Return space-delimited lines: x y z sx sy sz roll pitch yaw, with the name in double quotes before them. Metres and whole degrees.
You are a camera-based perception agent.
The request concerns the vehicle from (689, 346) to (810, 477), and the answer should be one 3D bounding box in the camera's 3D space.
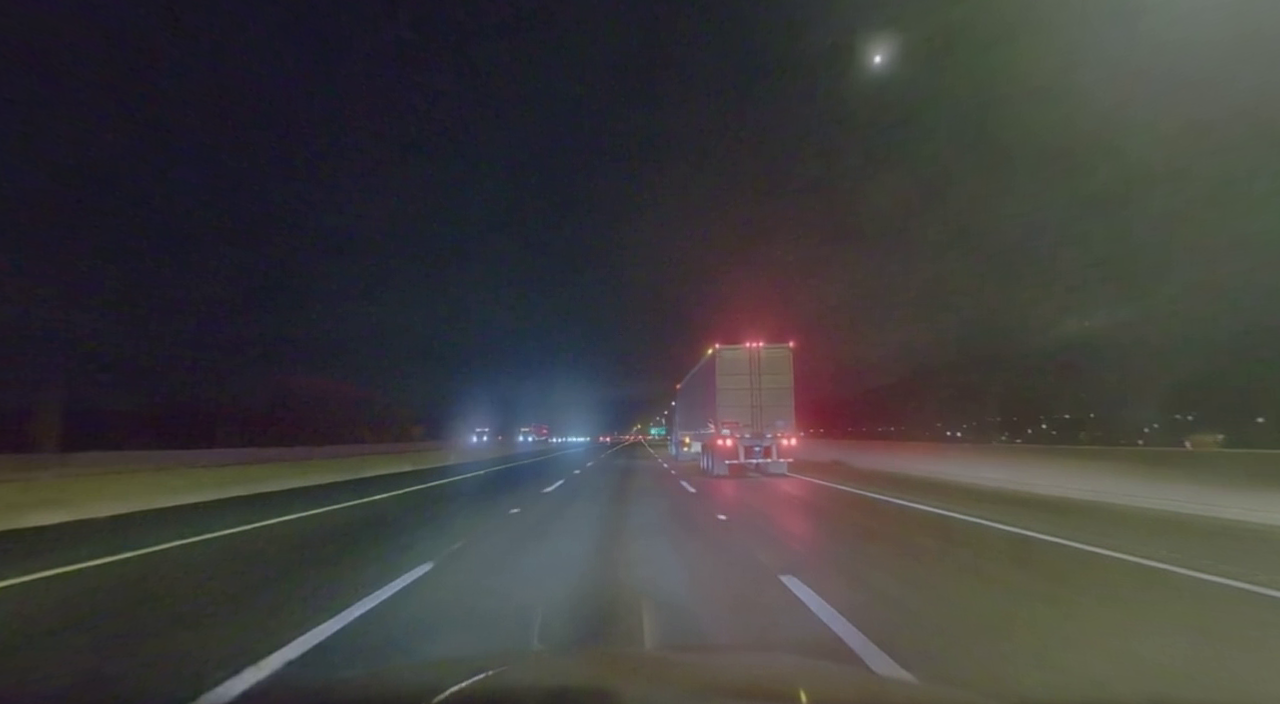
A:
"vehicle" 3.660 2.349 23.438 2.859 3.981 8.596 0 -8 -1
